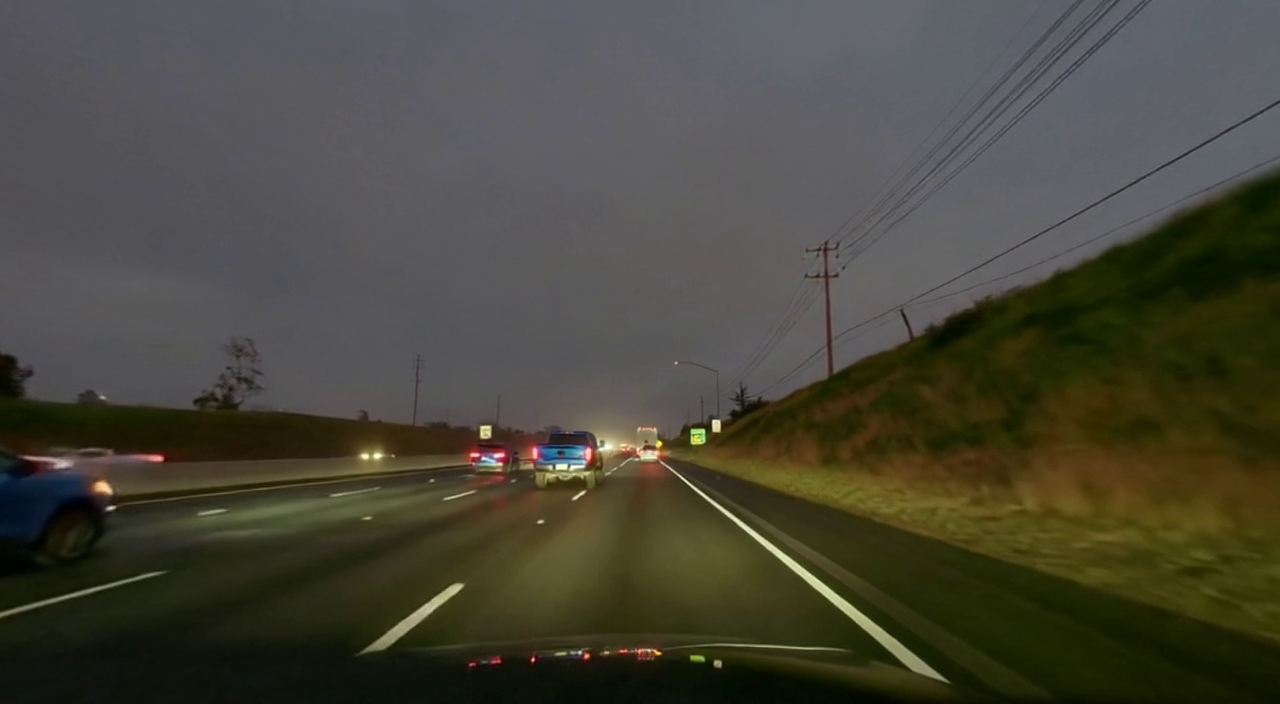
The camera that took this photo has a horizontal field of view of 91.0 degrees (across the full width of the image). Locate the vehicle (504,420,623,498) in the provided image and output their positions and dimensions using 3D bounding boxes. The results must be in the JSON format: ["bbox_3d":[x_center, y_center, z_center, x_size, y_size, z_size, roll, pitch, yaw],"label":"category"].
[{"bbox_3d":[-2.158,3.371,20.168,2.972,2.087,6.126,0,-9,1],"label":"vehicle"}]

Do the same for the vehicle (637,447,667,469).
[{"bbox_3d":[0.807,7.589,45.202,2.025,1.485,4.310,0,-9,-1],"label":"vehicle"}]

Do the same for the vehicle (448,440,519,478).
[{"bbox_3d":[-7.438,5.130,30.502,2.143,1.688,4.776,0,-9,1],"label":"vehicle"}]
